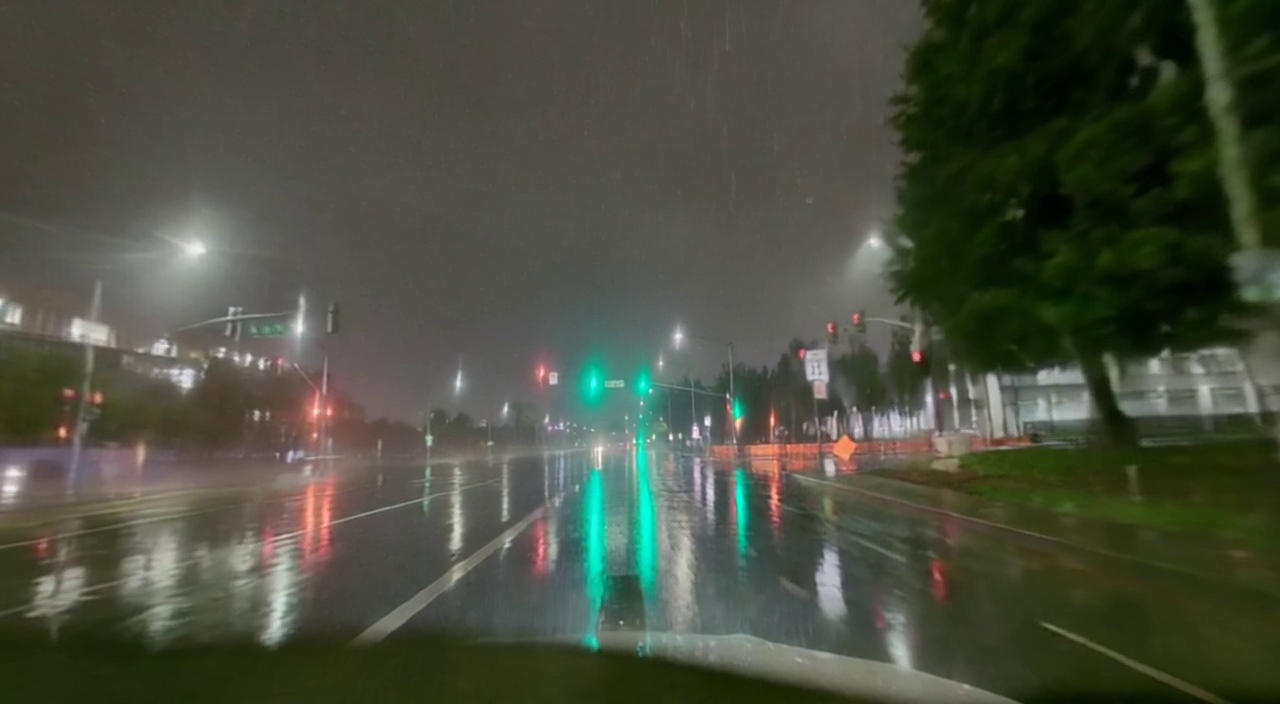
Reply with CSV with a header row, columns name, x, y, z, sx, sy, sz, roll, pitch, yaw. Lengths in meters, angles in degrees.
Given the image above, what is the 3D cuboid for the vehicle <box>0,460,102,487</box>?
name,x,y,z,sx,sy,sz,roll,pitch,yaw
vehicle,-37.562,7.704,40.252,4.530,1.540,2.057,0,-8,-2
